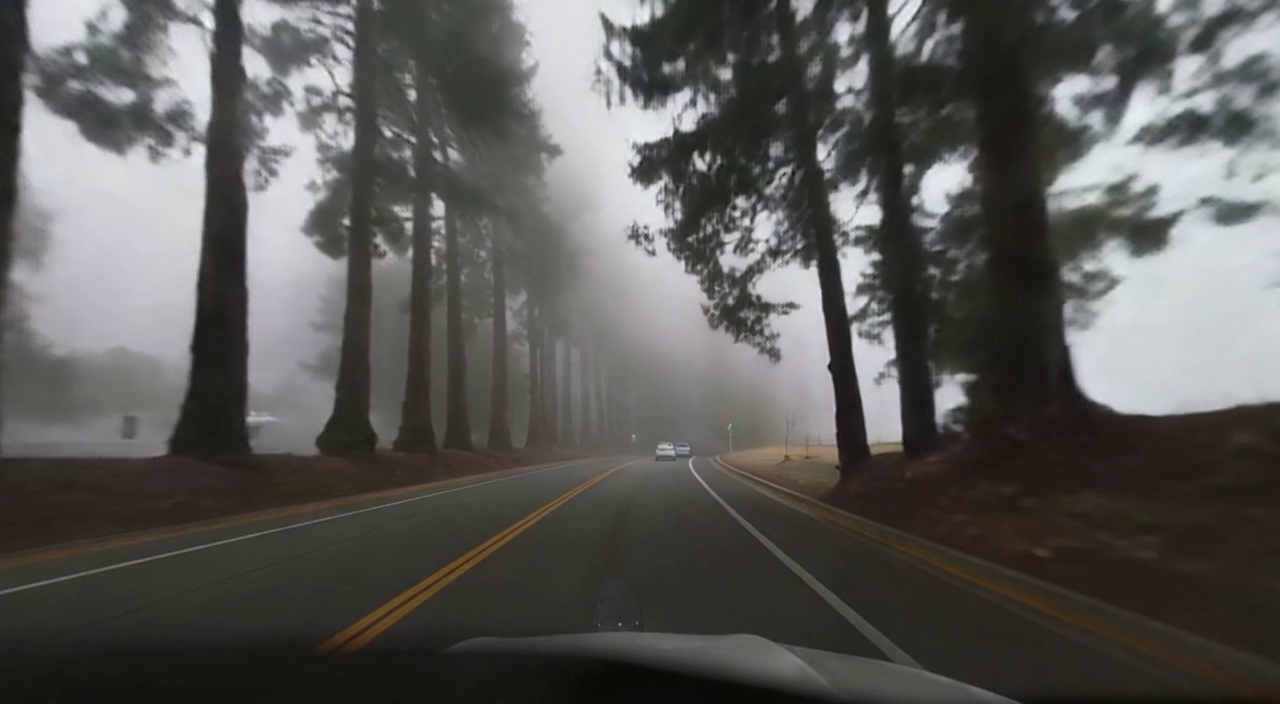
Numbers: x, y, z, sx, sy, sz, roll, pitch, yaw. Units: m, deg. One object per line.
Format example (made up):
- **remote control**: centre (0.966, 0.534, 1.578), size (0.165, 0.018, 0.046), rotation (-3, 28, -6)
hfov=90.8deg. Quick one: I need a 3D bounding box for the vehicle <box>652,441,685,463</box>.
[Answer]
- **vehicle**: centre (2.005, 6.800, 43.122), size (2.071, 1.474, 4.047), rotation (-1, -8, 5)
